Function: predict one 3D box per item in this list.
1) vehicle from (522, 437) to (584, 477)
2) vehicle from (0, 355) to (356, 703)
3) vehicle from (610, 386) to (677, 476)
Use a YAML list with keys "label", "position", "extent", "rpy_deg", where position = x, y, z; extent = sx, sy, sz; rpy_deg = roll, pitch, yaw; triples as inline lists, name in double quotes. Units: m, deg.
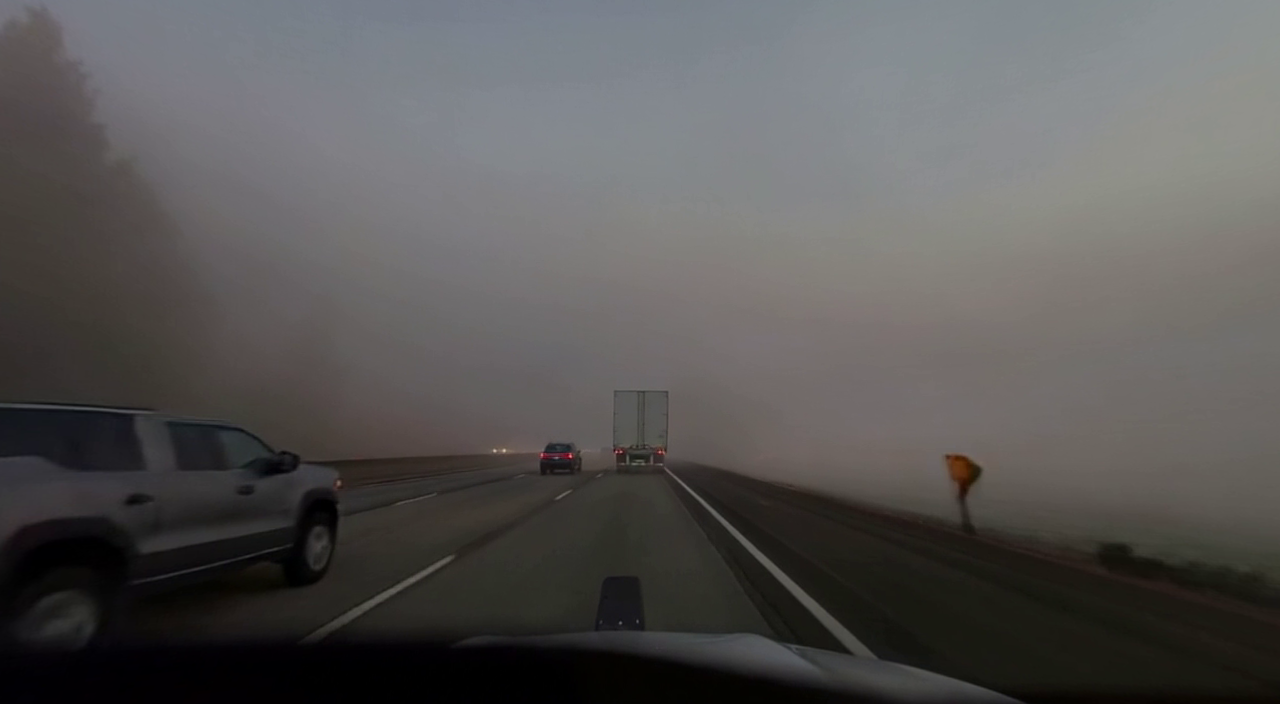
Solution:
- label: "vehicle"
  position: [-4.195, 5.178, 31.343]
  extent: [2.285, 1.833, 4.984]
  rpy_deg: [0, -9, 1]
- label: "vehicle"
  position: [-4.169, 1.089, 4.306]
  extent: [2.140, 1.750, 4.901]
  rpy_deg: [0, -9, 0]
- label: "vehicle"
  position: [0.130, 4.448, 34.596]
  extent: [3.052, 4.132, 11.336]
  rpy_deg: [0, -9, 0]
